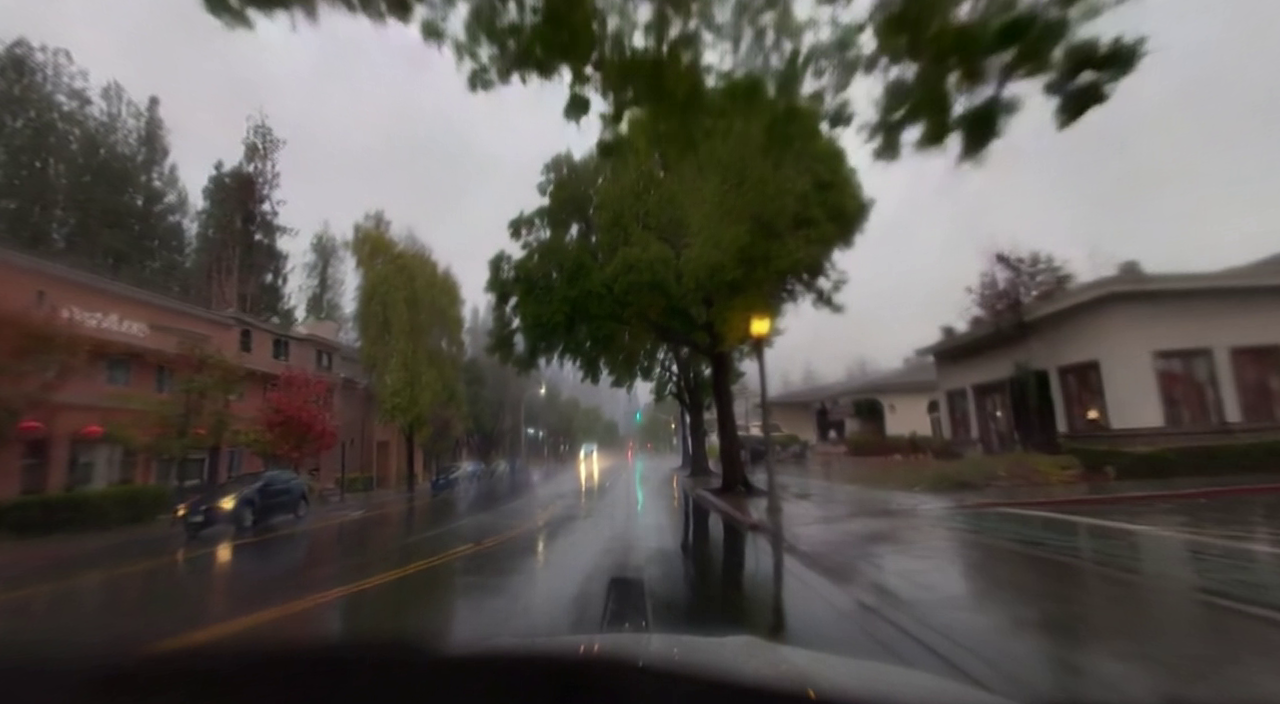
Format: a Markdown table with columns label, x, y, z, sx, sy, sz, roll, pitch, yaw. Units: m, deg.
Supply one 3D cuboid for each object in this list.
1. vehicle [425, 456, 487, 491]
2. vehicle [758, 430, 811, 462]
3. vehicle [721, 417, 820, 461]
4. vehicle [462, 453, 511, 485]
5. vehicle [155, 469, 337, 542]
| label | x | y | z | sx | sy | sz | roll | pitch | yaw |
| --- | --- | --- | --- | --- | --- | --- | --- | --- | --- |
| vehicle | -10.418 | 6.875 | 36.004 | 1.995 | 1.657 | 4.609 | -5 | -9 | 2 |
| vehicle | 8.667 | 5.733 | 38.252 | 1.999 | 1.753 | 4.995 | -1 | -9 | -1 |
| vehicle | 8.903 | 6.013 | 43.212 | 6.019 | 2.672 | 2.563 | -6 | -10 | 27 |
| vehicle | -10.083 | 7.700 | 41.751 | 2.006 | 1.810 | 4.844 | -5 | -9 | -1 |
| vehicle | -10.148 | 3.958 | 16.782 | 1.892 | 1.484 | 4.576 | 0 | -9 | 0 |
